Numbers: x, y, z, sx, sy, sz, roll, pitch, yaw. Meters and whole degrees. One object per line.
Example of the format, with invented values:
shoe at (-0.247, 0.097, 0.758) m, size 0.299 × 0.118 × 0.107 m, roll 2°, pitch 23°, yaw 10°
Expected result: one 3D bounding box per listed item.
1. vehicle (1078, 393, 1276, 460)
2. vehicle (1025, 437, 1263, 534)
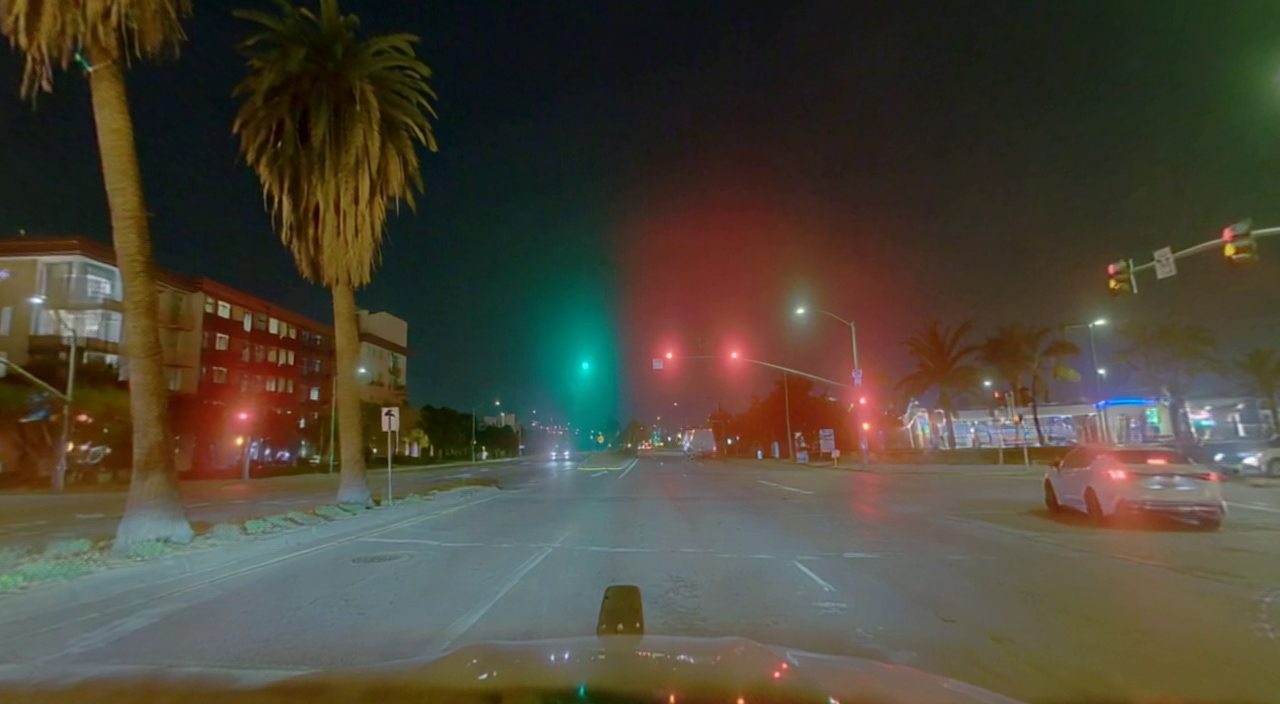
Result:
vehicle at (32.637, 4.722, 39.328) m, size 2.863 × 3.609 × 10.252 m, roll 0°, pitch -8°, yaw -3°
vehicle at (9.308, 2.434, 12.259) m, size 2.003 × 1.475 × 4.520 m, roll -3°, pitch -9°, yaw 17°
